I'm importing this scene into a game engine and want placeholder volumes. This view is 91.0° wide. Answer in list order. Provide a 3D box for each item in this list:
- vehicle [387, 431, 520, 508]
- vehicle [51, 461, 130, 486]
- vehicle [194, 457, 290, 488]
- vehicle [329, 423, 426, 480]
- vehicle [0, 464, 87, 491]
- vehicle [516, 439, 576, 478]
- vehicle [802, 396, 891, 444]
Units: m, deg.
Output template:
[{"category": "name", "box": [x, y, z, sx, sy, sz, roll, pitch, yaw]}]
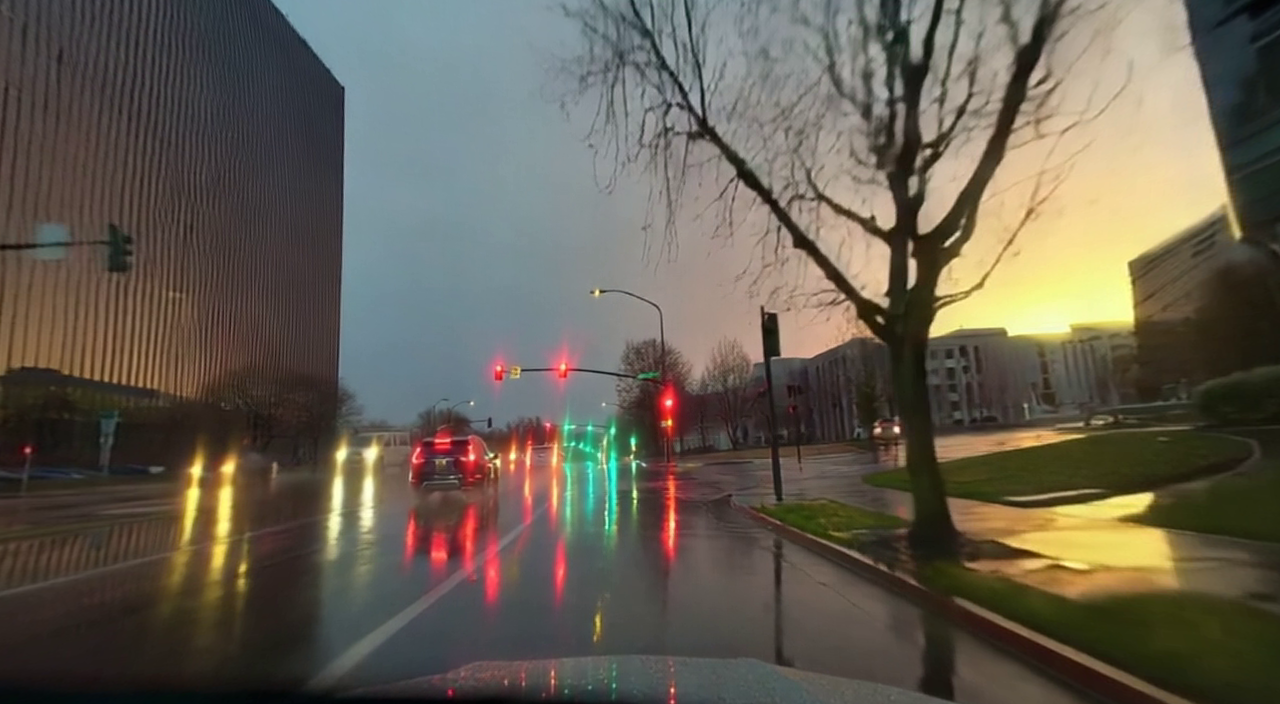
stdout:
[{"category": "vehicle", "box": [-4.741, 3.064, 16.831, 2.169, 1.741, 4.588, 0, -9, -1]}, {"category": "vehicle", "box": [-39.617, 8.751, 45.429, 4.004, 1.503, 1.782, -2, -9, 0]}, {"category": "vehicle", "box": [-23.349, 7.050, 37.179, 2.103, 1.590, 4.613, -2, -9, 12]}, {"category": "vehicle", "box": [-18.286, 7.019, 44.595, 3.394, 3.584, 8.313, 0, -9, -1]}, {"category": "vehicle", "box": [-39.300, 8.135, 40.842, 4.760, 1.526, 2.108, -1, -8, -3]}, {"category": "vehicle", "box": [-4.820, 5.560, 33.136, 2.384, 1.849, 5.009, 0, -9, 0]}, {"category": "vehicle", "box": [14.083, 4.789, 43.377, 4.005, 2.827, 4.538, 4, -10, -12]}]
